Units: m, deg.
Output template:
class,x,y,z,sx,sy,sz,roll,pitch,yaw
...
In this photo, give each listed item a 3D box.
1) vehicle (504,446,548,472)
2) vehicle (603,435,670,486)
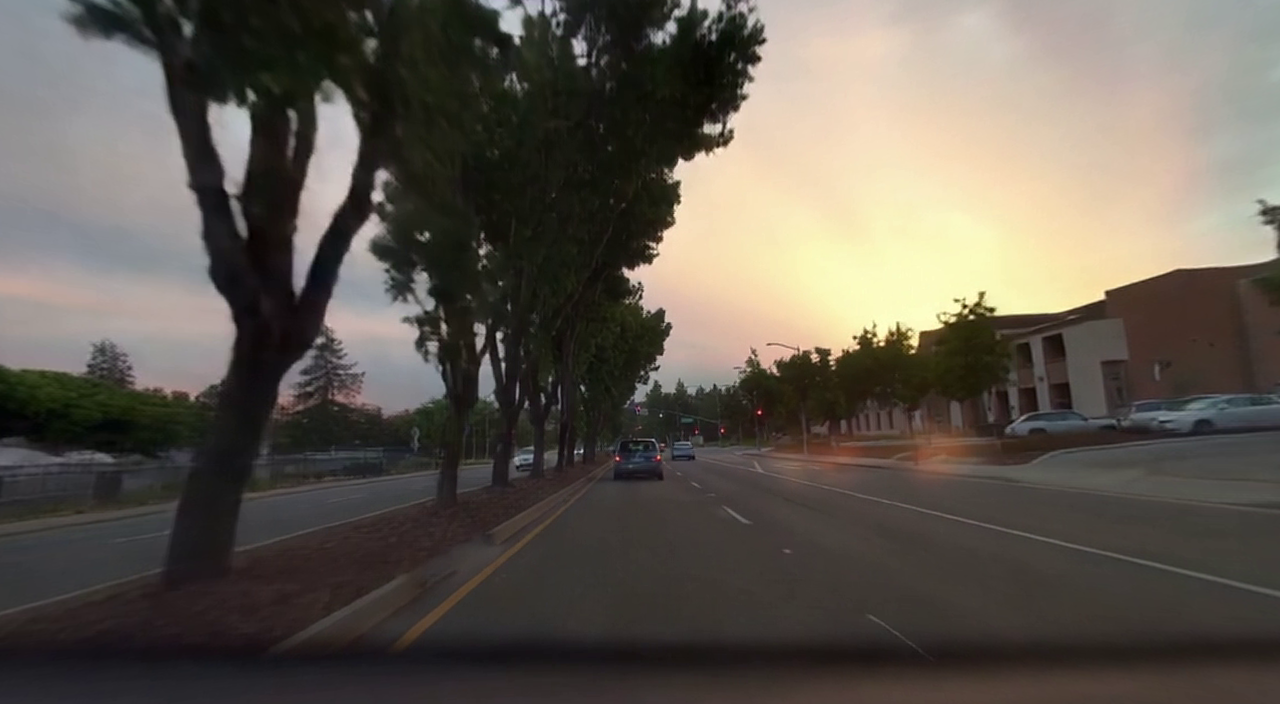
class,x,y,z,sx,sy,sz,roll,pitch,yaw
vehicle,-7.506,7.046,41.888,2.094,1.579,4.297,-1,-8,0
vehicle,-0.156,3.841,22.667,2.181,1.639,4.127,0,-8,-1
